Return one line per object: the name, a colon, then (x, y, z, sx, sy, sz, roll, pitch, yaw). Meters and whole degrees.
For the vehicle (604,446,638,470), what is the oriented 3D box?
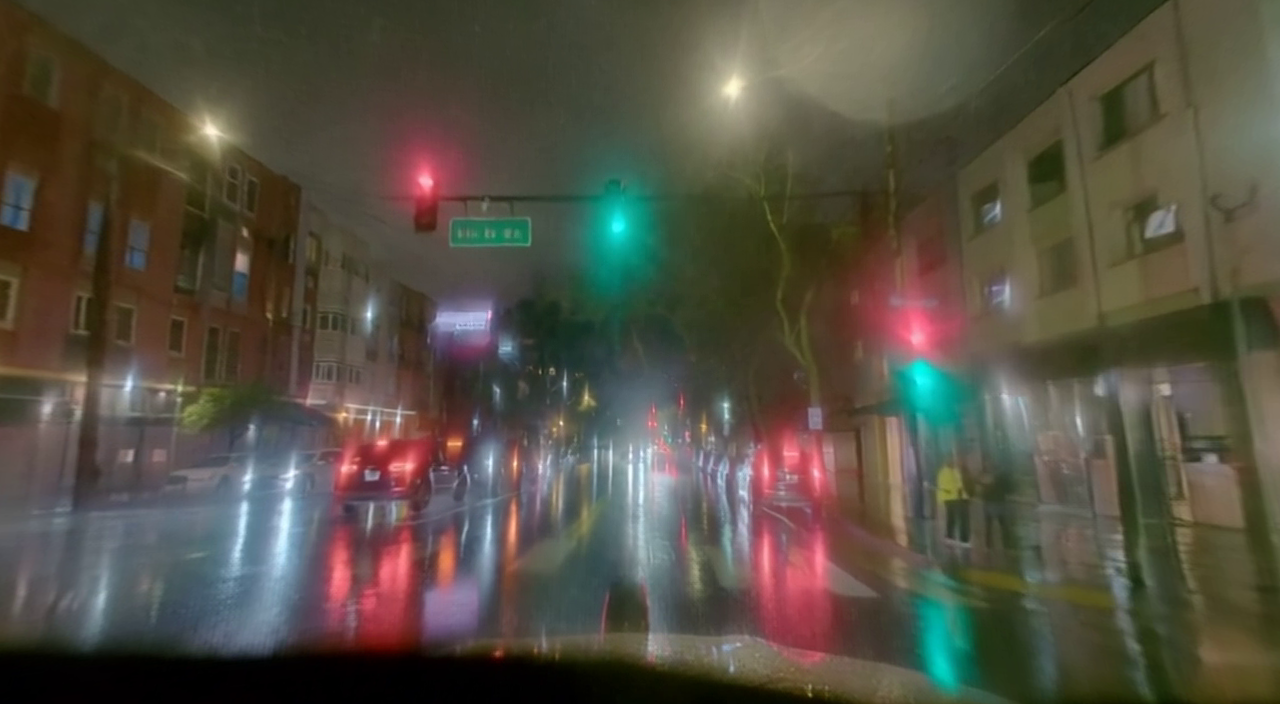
vehicle: (-1.193, 6.966, 41.718, 1.973, 1.496, 3.713, 0, -8, 2)

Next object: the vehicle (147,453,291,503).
vehicle: (-14.199, 4.230, 21.626, 2.012, 1.476, 4.284, 0, -8, 0)

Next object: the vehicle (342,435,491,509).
vehicle: (-5.260, 2.865, 15.538, 1.942, 1.559, 4.298, 0, -8, 2)

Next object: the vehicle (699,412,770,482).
vehicle: (5.054, 5.316, 35.350, 2.989, 3.455, 7.975, 0, -8, 2)

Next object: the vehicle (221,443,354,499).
vehicle: (-11.335, 3.810, 20.665, 1.933, 1.628, 3.973, 0, -8, 2)

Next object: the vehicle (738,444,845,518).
vehicle: (4.001, 3.439, 17.342, 1.924, 1.765, 3.954, 0, -9, 0)
